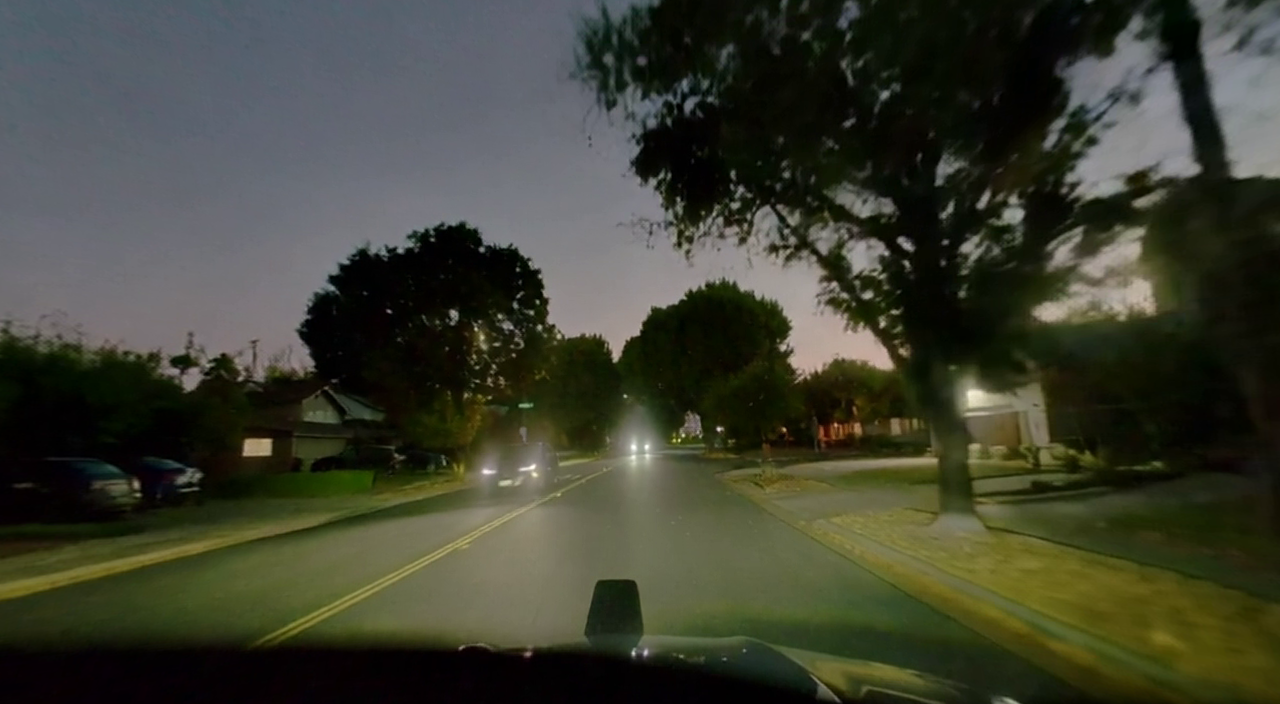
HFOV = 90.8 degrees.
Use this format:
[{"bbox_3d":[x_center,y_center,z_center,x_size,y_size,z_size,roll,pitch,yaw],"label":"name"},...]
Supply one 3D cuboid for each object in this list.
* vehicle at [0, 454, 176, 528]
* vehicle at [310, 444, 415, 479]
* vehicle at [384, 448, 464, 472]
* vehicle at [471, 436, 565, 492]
[{"bbox_3d":[-13.768,3.100,14.394,4.703,1.487,2.002,1,-9,-2],"label":"vehicle"},{"bbox_3d":[-13.745,5.436,31.499,4.237,1.687,1.970,0,-9,-2],"label":"vehicle"},{"bbox_3d":[-13.788,6.878,40.386,4.370,1.482,1.926,-1,-9,5],"label":"vehicle"},{"bbox_3d":[-4.095,3.845,22.038,2.131,1.731,4.533,-1,-9,3],"label":"vehicle"}]
